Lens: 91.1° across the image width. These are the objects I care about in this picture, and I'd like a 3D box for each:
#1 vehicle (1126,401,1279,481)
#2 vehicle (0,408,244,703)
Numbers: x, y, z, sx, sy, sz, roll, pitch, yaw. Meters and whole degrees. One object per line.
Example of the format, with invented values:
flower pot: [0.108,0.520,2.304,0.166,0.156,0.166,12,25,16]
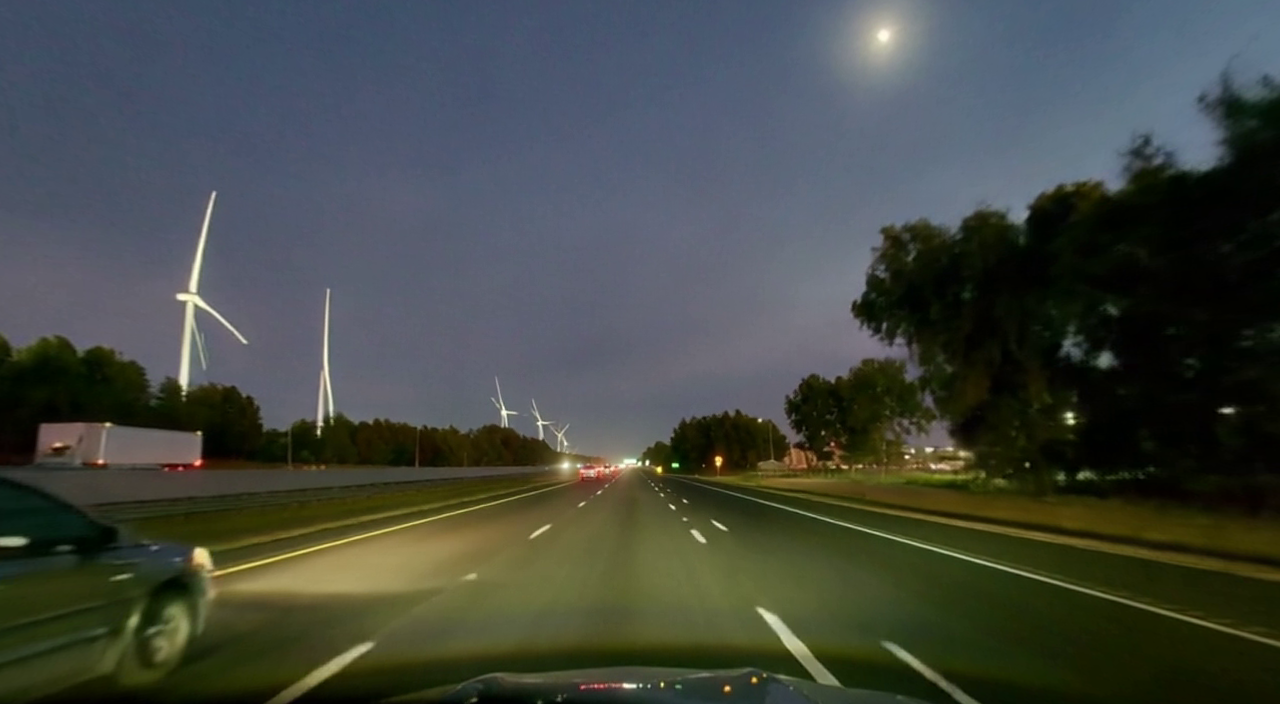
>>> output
vehicle: [35.079,5.120,35.747,11.082,4.307,2.970,-9,-14,43]
vehicle: [-3.446,0.824,1.713,2.001,1.486,4.104,1,-10,0]
